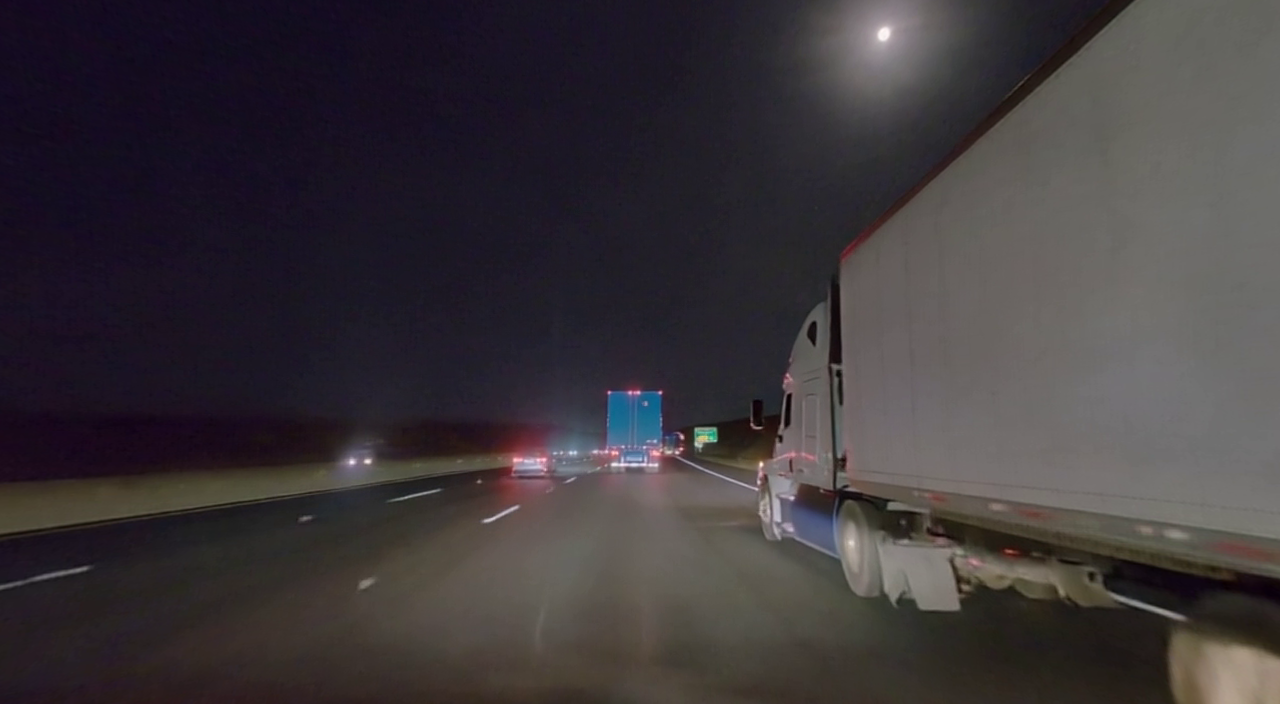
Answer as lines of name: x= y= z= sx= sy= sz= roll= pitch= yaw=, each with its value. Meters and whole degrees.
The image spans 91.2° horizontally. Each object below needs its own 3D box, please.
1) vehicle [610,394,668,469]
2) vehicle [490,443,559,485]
vehicle: x=-0.021 y=5.194 z=39.902 sx=3.123 sy=4.094 sz=10.812 roll=0 pitch=-9 yaw=0
vehicle: x=-4.434 y=4.347 z=24.630 sx=1.895 sy=1.500 sz=3.808 roll=0 pitch=-9 yaw=1
